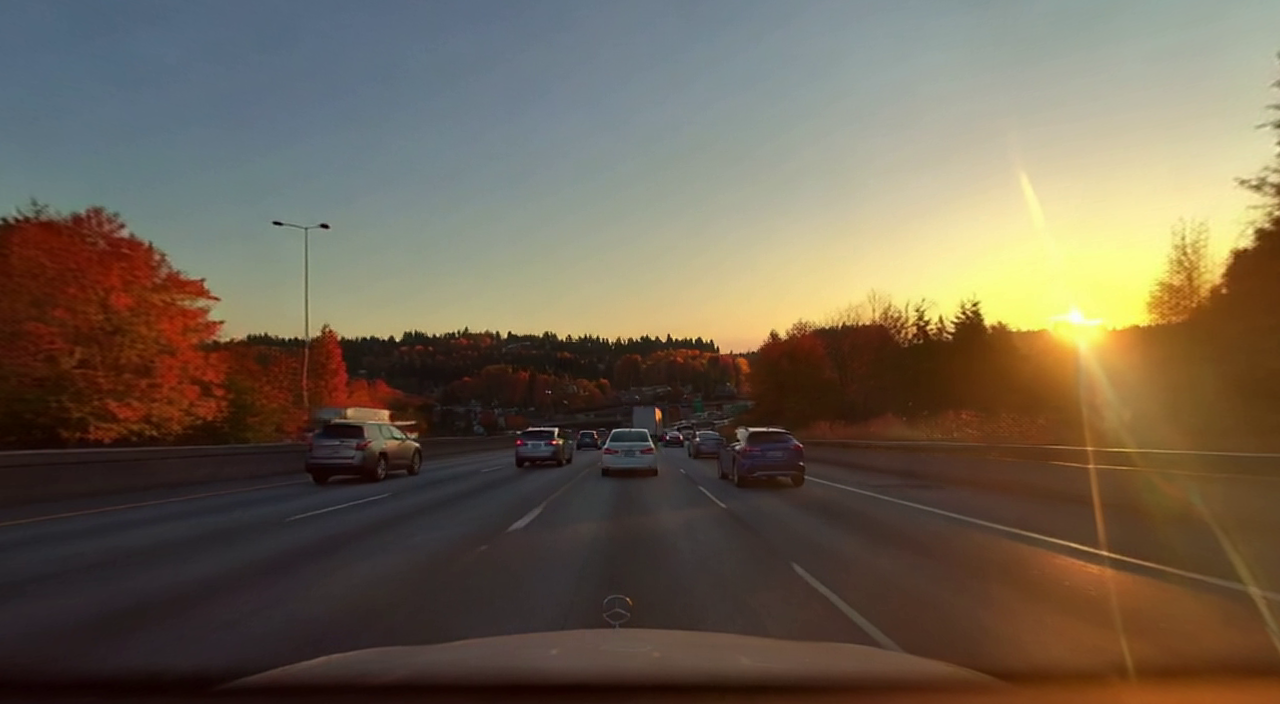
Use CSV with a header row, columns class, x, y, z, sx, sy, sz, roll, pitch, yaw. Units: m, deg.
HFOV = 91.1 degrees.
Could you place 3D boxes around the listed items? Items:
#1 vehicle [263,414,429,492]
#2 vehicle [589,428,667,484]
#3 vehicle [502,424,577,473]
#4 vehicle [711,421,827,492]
class,x,y,z,sx,sy,sz,roll,pitch,yaw
vehicle,-7.524,2.626,16.778,2.117,1.779,4.745,0,-8,0
vehicle,-0.301,3.108,19.193,2.111,1.494,4.364,0,-8,1
vehicle,-3.673,3.623,23.822,2.064,1.672,4.277,0,-8,1
vehicle,3.274,2.733,16.924,2.095,1.650,4.331,0,-8,-1
